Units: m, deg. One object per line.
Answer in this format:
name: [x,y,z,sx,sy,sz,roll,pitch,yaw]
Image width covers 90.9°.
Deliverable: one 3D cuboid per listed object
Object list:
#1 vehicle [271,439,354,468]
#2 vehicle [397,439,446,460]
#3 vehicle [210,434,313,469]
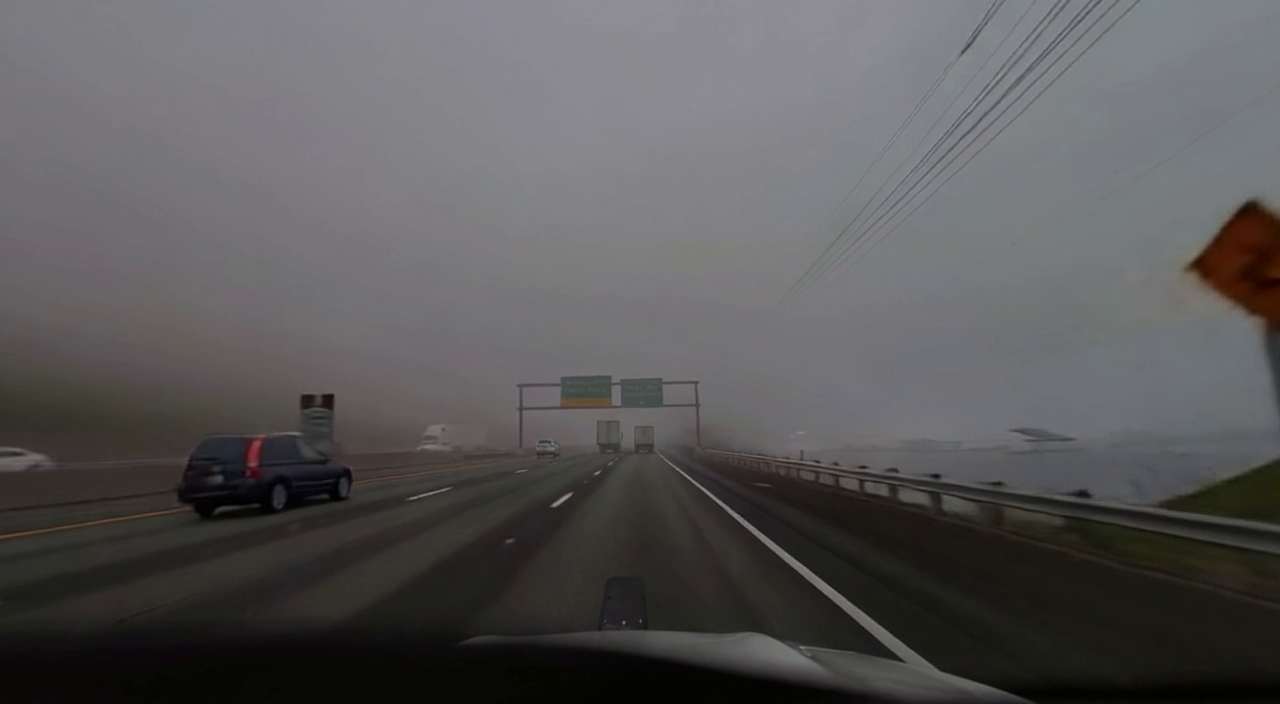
vehicle: [-17.412,5.413,33.800,2.060,1.463,4.385,0,-8,1]
vehicle: [-16.886,7.542,49.041,2.008,1.534,4.910,0,-8,1]
vehicle: [-21.138,5.585,35.612,2.165,1.796,5.831,0,-8,1]
